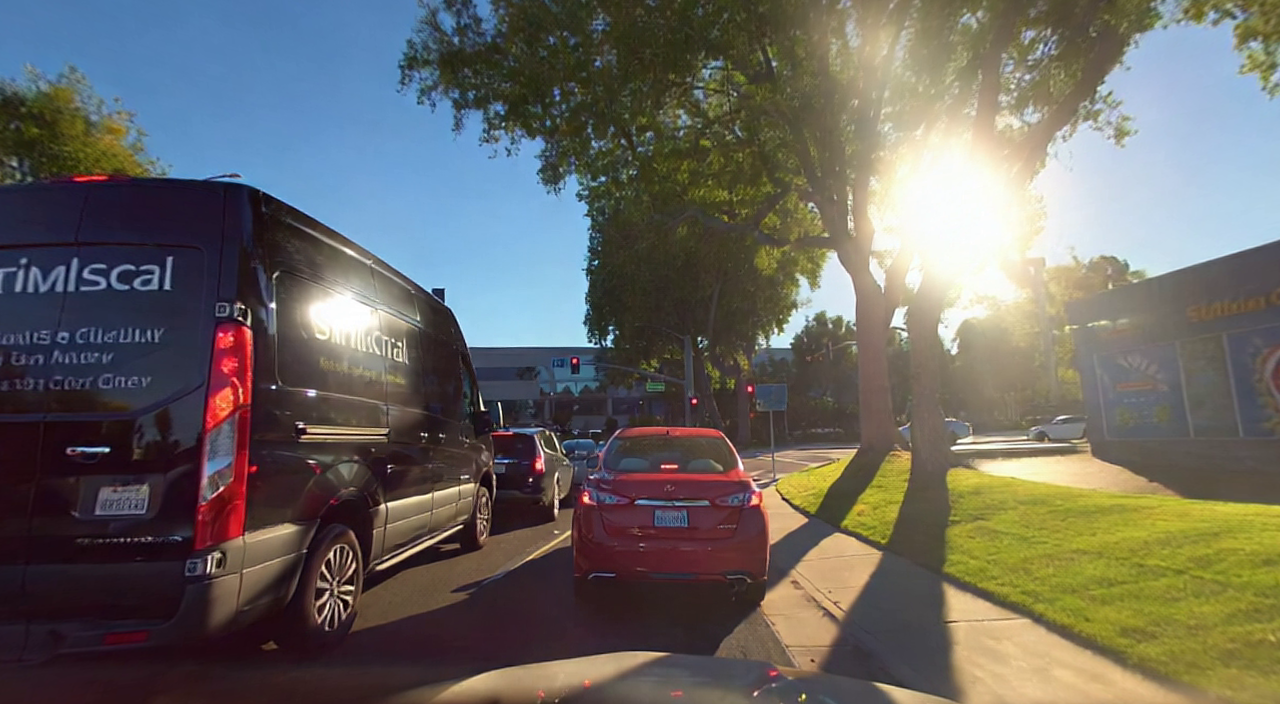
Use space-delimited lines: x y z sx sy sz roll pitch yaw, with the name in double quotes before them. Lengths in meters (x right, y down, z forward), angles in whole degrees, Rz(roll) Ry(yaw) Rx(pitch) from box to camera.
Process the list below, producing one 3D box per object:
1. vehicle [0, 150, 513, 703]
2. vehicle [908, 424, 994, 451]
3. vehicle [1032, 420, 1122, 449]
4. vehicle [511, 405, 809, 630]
"vehicle" -3.099 0.881 5.845 2.555 3.035 5.702 0 -8 0
"vehicle" 21.955 6.067 44.511 5.021 1.848 2.210 1 -9 -9
"vehicle" 32.025 6.056 46.182 5.084 2.041 2.360 2 -9 -9
"vehicle" 0.304 1.642 7.287 2.398 1.773 4.254 -1 -8 4
